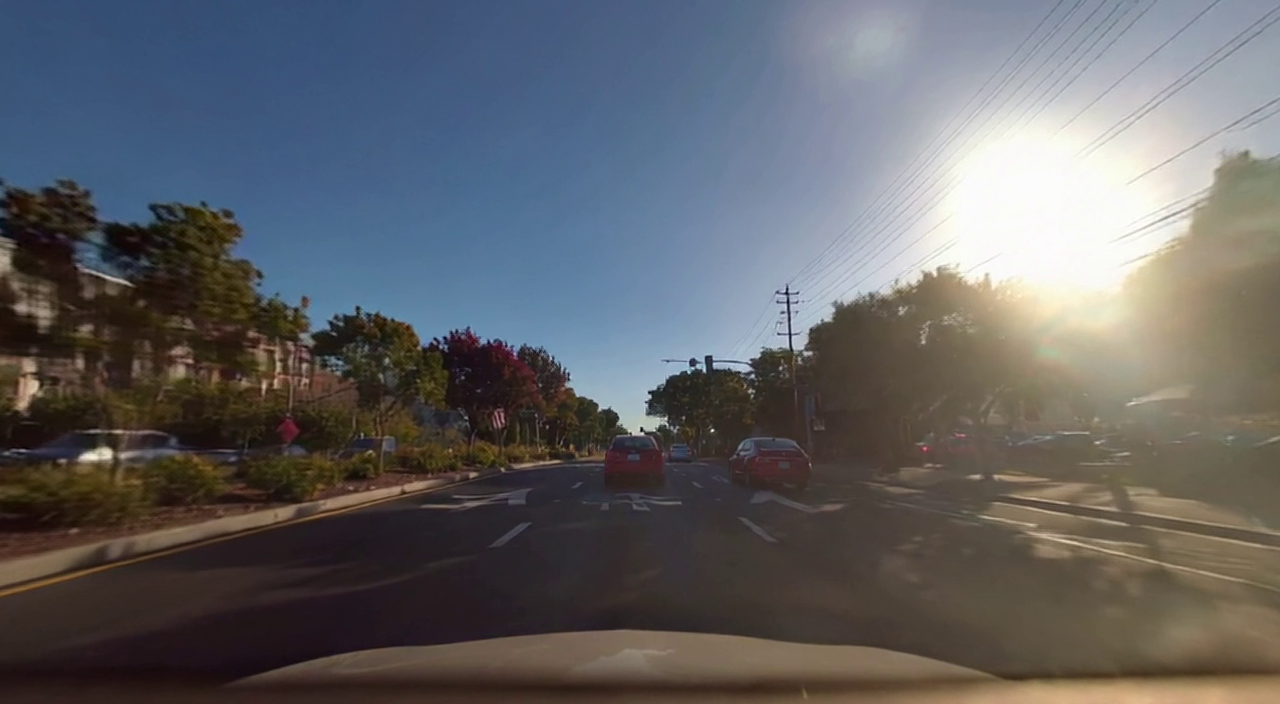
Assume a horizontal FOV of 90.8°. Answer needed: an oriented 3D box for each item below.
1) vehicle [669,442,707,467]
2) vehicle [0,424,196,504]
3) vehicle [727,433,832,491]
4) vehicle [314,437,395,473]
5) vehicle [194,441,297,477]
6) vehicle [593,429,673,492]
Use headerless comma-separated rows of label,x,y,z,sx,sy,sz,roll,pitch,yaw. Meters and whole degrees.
vehicle,3.082,6.678,41.354,2.054,1.461,4.321,0,-8,-1
vehicle,-14.037,2.785,16.200,2.064,1.745,4.495,0,-8,-1
vehicle,4.076,3.285,19.273,2.086,1.534,4.351,0,-8,-2
vehicle,-14.390,5.194,32.194,2.064,1.676,4.332,-1,-8,0
vehicle,-17.841,4.819,28.858,1.826,1.482,4.561,0,-8,-1
vehicle,-0.229,3.096,18.398,2.073,1.606,3.933,0,-8,-1
